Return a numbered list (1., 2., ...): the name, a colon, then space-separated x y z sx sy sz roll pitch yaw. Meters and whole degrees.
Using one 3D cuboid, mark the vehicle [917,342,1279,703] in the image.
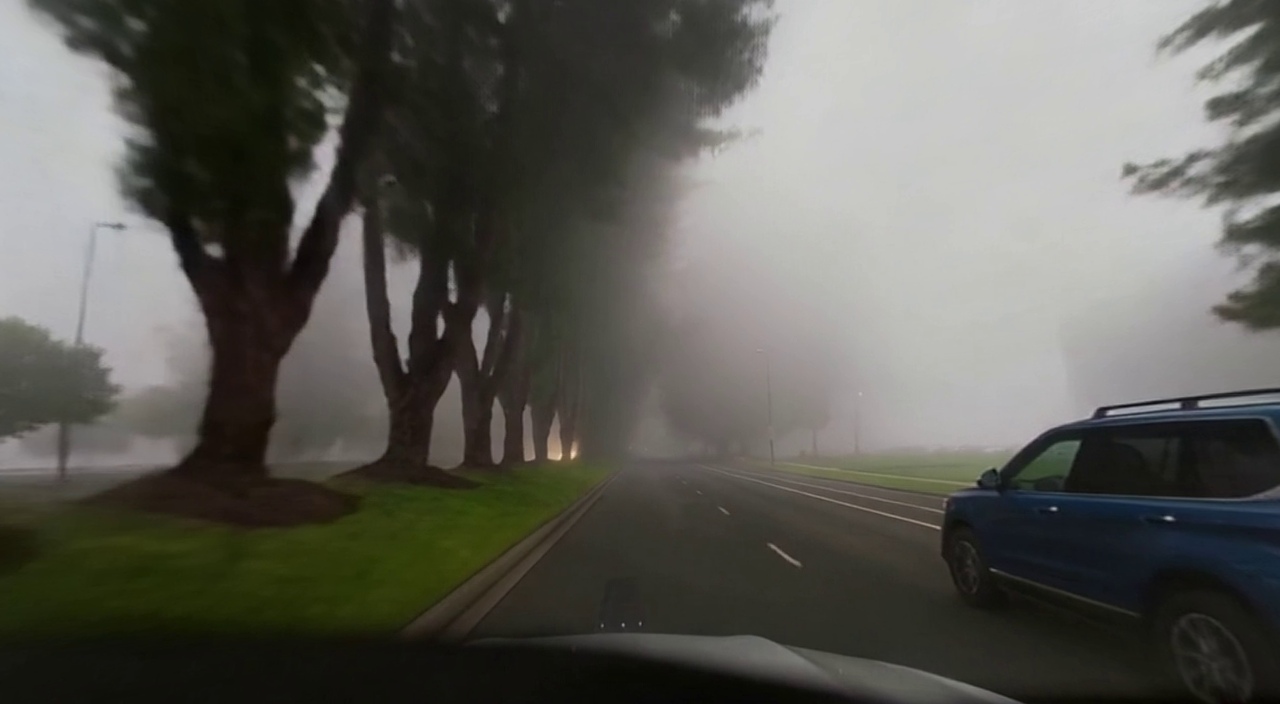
1. vehicle: 3.665 0.968 3.351 2.087 1.759 5.040 0 -9 0
